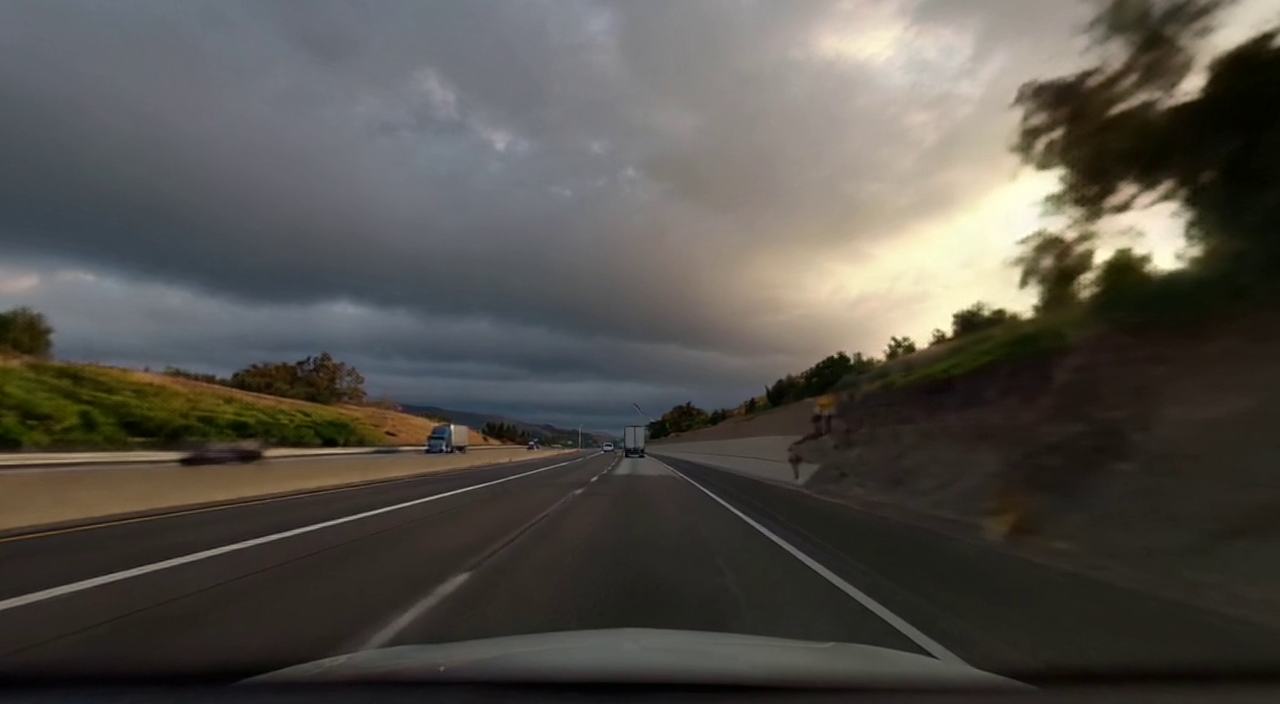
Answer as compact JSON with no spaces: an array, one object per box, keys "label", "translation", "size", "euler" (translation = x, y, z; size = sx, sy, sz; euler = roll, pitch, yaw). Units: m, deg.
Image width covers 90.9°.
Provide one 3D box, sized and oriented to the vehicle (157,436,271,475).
[{"label":"vehicle","translation":[-19.299,4.706,28.845],"size":[1.957,1.627,4.639],"euler":[0,-9,0]}]
